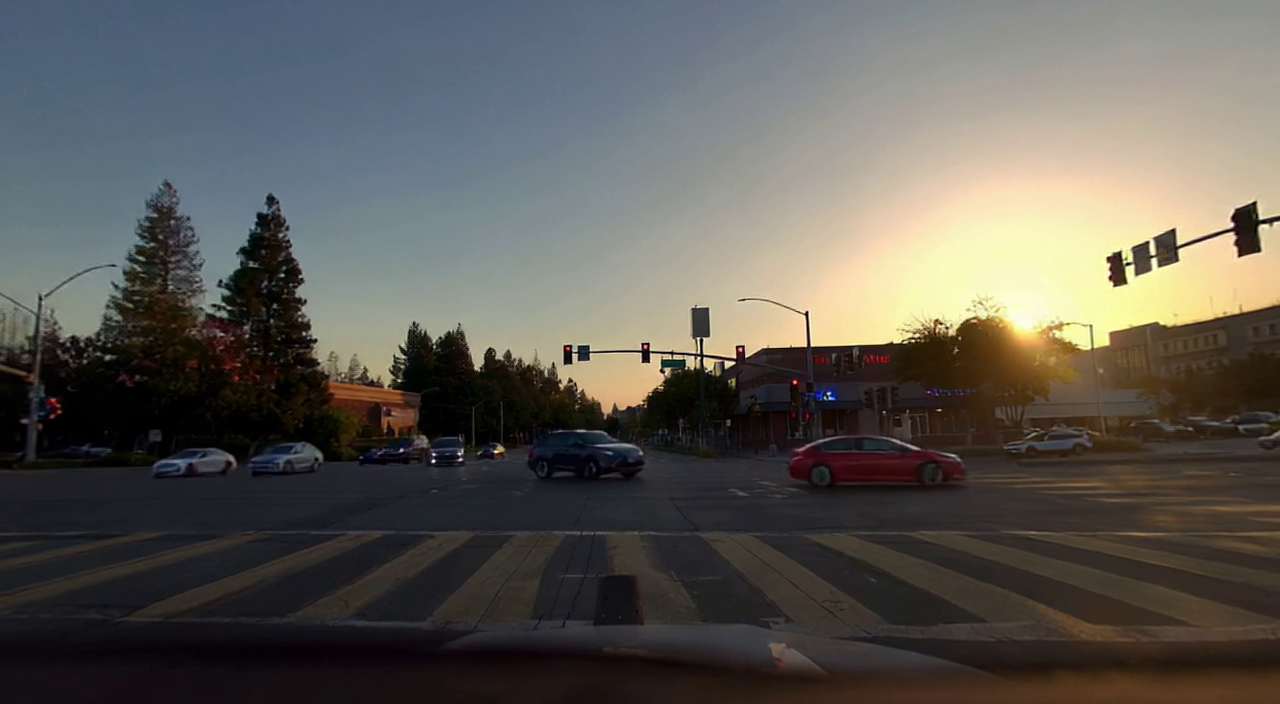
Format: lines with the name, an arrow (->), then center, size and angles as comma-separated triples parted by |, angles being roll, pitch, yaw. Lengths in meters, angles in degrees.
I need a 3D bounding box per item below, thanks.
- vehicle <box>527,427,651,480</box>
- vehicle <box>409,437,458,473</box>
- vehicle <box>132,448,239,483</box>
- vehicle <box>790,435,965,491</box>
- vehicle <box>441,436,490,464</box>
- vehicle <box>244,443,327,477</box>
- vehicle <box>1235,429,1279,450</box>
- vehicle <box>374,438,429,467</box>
vehicle -> -2.077, 3.988, 24.869 | 4.767, 1.877, 2.017 | -7, -11, 39
vehicle -> -10.680, 5.272, 32.527 | 1.982, 1.678, 4.180 | 3, -9, -22
vehicle -> -23.209, 5.755, 32.515 | 2.041, 1.642, 4.628 | 0, -9, 0
vehicle -> 6.891, 3.252, 18.741 | 4.532, 1.467, 2.135 | -3, -9, 18
vehicle -> -13.090, 7.389, 47.670 | 2.223, 1.972, 5.310 | 0, -8, 0
vehicle -> -19.739, 5.986, 35.401 | 2.088, 1.743, 4.417 | 0, -9, 0
vehicle -> 45.687, 6.280, 45.251 | 1.786, 1.412, 4.330 | 0, -9, 0
vehicle -> -16.403, 6.970, 43.758 | 1.977, 1.878, 4.575 | 0, -9, 0
